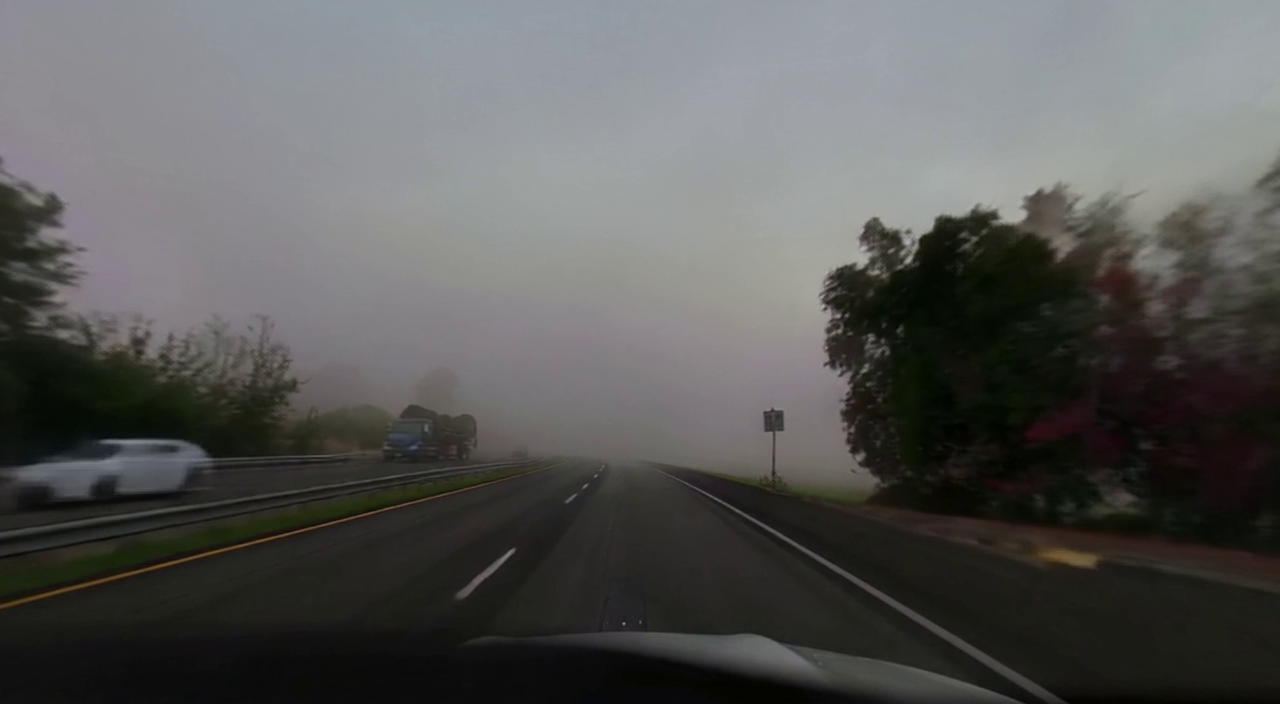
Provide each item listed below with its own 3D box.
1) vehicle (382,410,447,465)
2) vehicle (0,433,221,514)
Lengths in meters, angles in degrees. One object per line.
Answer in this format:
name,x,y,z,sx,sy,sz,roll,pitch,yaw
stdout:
vehicle,-17.214,6.667,48.528,3.031,3.950,5.826,0,-9,-3
vehicle,-12.012,2.615,13.996,2.540,1.509,4.188,0,-9,-1
